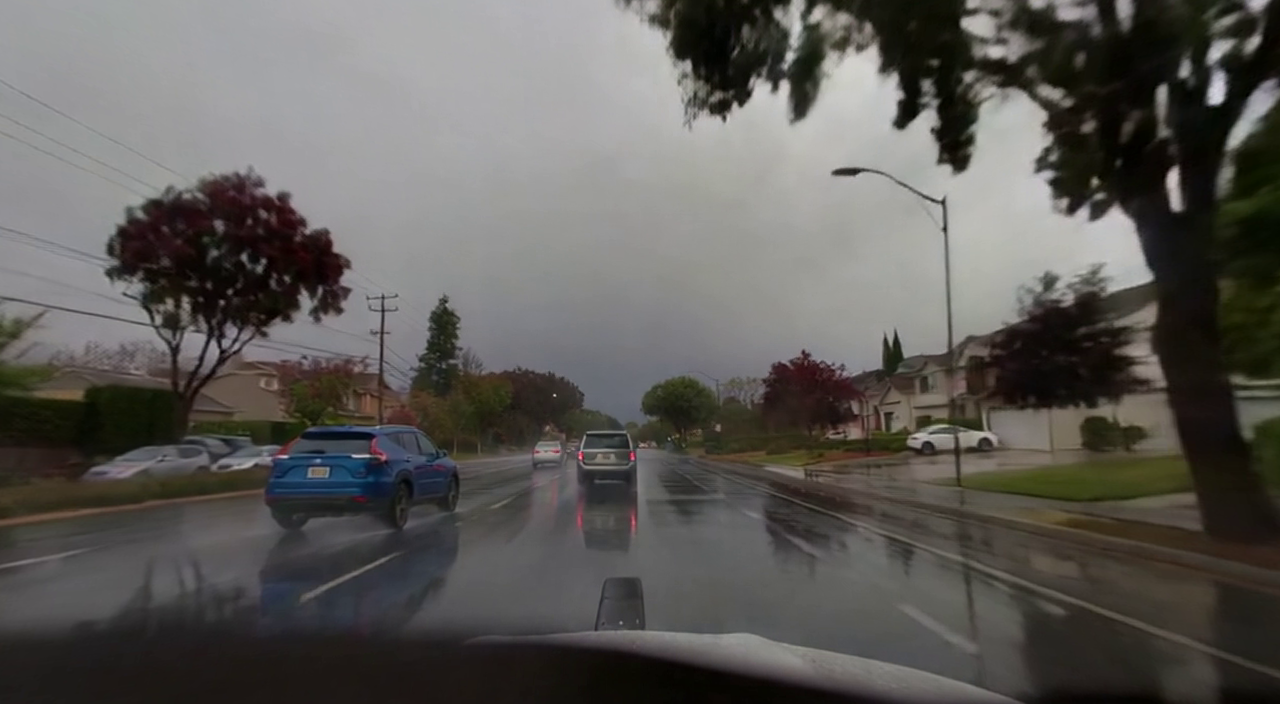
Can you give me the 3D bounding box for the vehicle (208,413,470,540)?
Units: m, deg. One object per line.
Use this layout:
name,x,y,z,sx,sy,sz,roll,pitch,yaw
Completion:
vehicle,-4.761,2.035,11.037,2.243,1.722,4.621,0,-8,0

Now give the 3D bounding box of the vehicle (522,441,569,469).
vehicle,-5.376,5.903,36.564,2.014,1.493,4.658,0,-8,0

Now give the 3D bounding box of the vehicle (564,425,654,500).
vehicle,-0.770,2.941,17.191,2.131,1.761,4.242,0,-8,-1

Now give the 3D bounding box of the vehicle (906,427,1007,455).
vehicle,17.259,4.878,34.615,4.500,1.442,1.930,0,-8,3

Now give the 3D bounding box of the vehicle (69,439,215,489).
vehicle,-19.310,4.318,24.829,1.971,1.759,4.631,0,-8,-1
